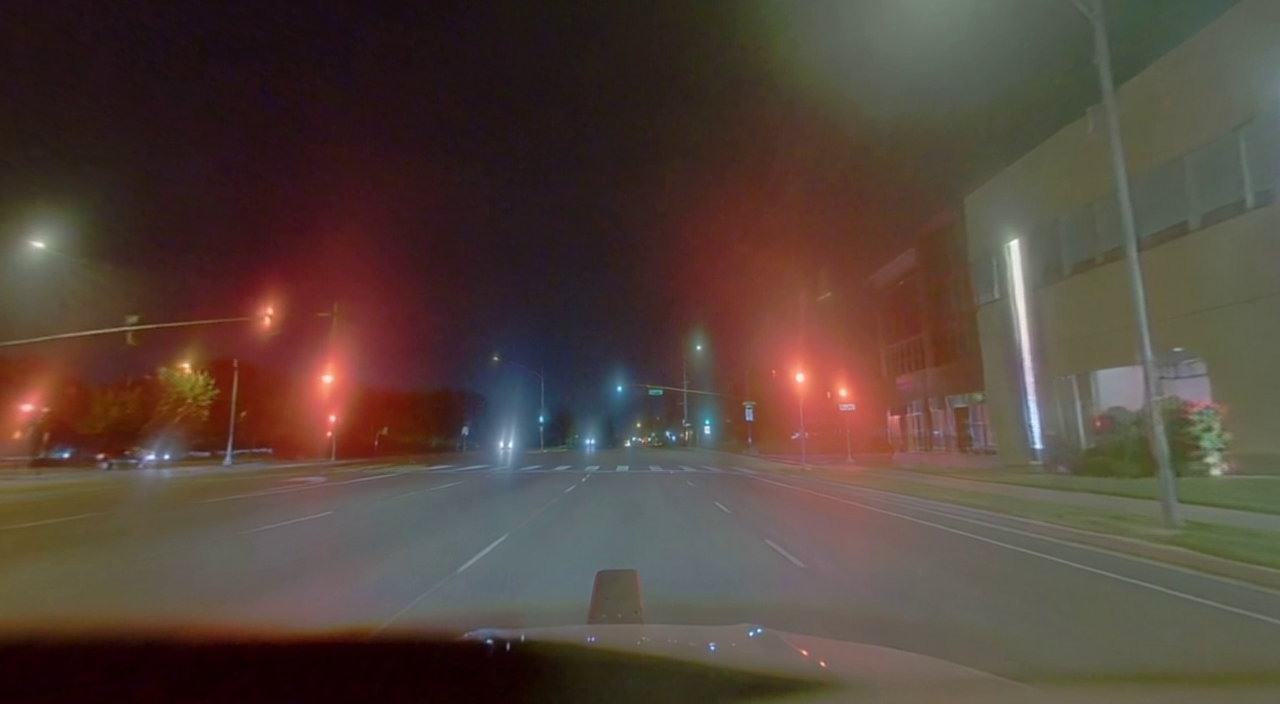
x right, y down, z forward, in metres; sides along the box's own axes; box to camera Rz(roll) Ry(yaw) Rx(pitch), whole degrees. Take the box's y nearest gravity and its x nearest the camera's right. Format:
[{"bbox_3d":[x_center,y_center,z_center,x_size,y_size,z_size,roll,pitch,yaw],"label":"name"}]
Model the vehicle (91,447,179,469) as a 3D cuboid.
[{"bbox_3d":[-35.528,7.451,44.518,4.500,1.465,1.936,0,-8,1],"label":"vehicle"}]
